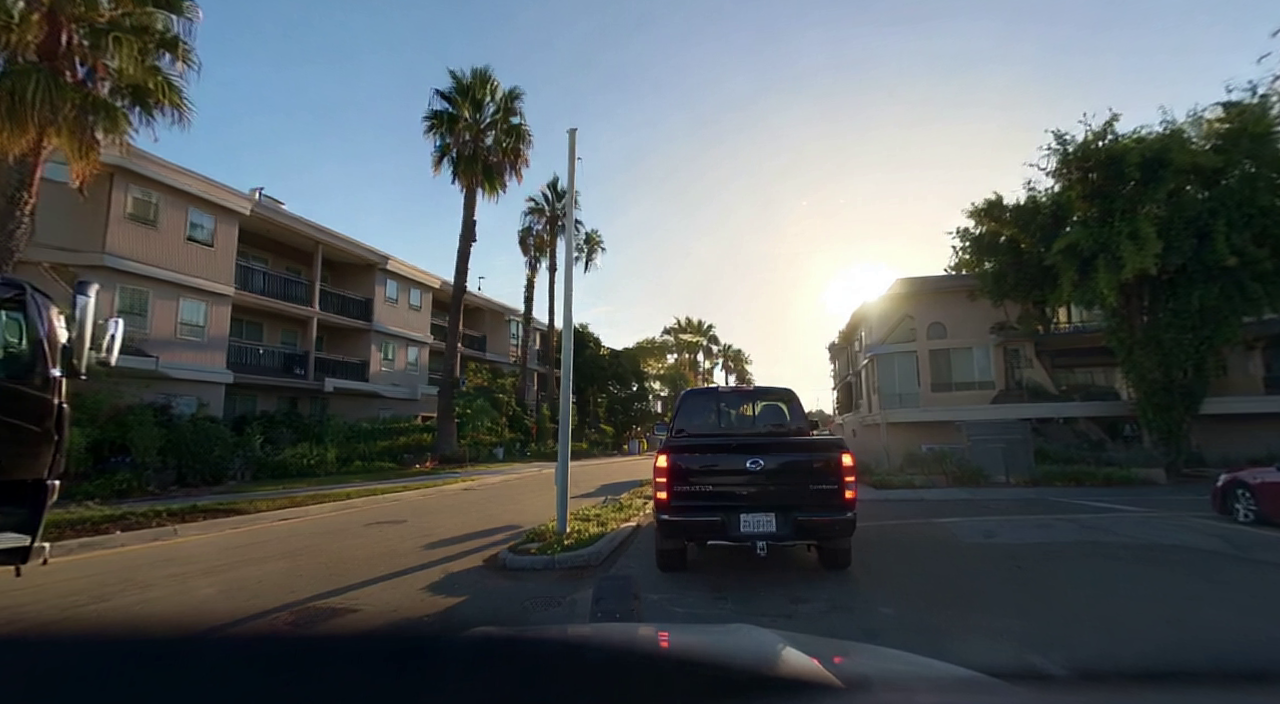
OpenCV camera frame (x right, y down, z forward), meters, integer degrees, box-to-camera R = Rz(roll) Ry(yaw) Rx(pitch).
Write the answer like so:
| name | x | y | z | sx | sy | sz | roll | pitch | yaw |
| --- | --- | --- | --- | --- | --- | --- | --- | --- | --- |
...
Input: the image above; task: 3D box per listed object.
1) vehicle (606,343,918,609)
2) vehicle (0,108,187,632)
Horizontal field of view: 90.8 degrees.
| name | x | y | z | sx | sy | sz | roll | pitch | yaw |
| --- | --- | --- | --- | --- | --- | --- | --- | --- | --- |
| vehicle | 1.165 | 1.403 | 8.006 | 2.418 | 2.078 | 5.866 | -1 | -9 | 4 |
| vehicle | -6.654 | -0.426 | 0.827 | 2.998 | 3.659 | 10.517 | -2 | -9 | 10 |
